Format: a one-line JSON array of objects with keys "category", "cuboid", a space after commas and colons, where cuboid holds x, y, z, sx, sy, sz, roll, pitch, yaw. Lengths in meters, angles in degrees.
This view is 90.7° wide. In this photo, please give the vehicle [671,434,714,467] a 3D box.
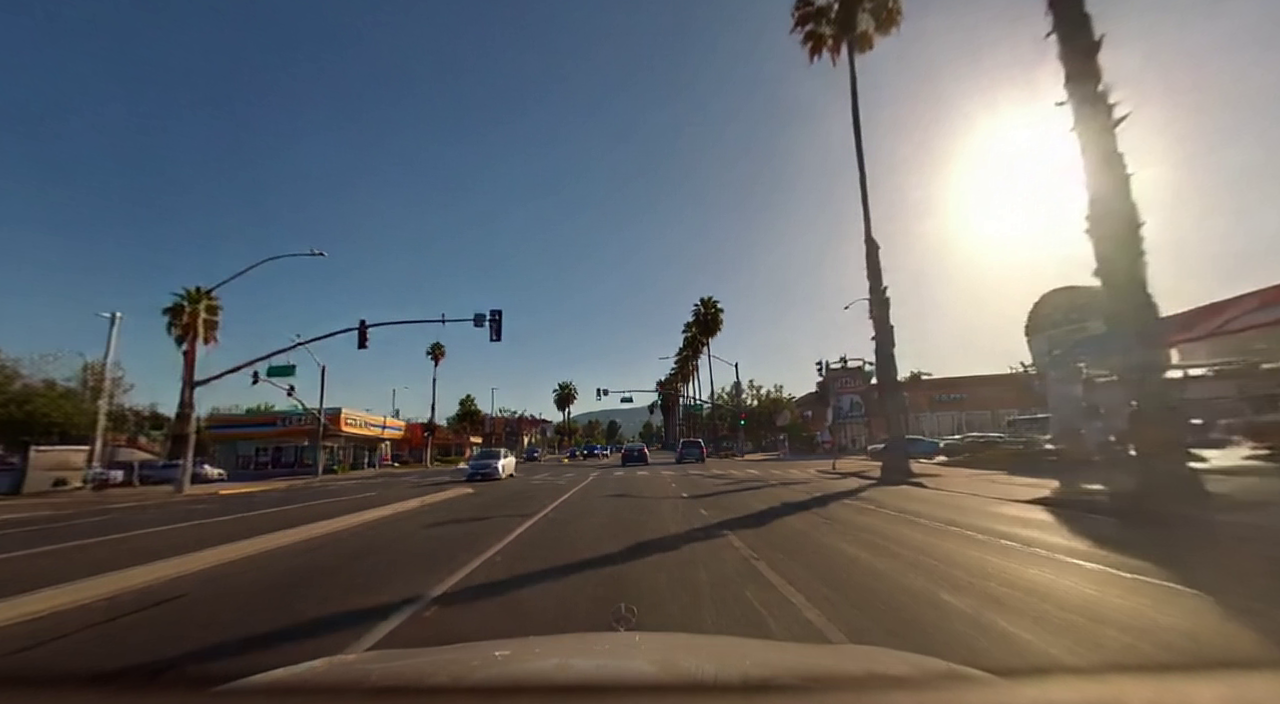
[{"category": "vehicle", "cuboid": [3.233, 6.236, 40.229, 2.190, 1.913, 5.174, 0, -8, -1]}]

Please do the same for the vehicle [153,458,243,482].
[{"category": "vehicle", "cuboid": [-28.491, 7.603, 40.876, 4.314, 1.449, 1.978, 0, -8, -1]}]

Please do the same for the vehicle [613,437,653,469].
[{"category": "vehicle", "cuboid": [-0.421, 5.838, 36.669, 2.177, 1.754, 3.815, 0, -8, -1]}]

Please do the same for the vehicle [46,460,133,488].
[{"category": "vehicle", "cuboid": [-35.238, 7.827, 40.574, 3.867, 1.477, 1.781, -3, -9, -2]}]

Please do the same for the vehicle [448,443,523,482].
[{"category": "vehicle", "cuboid": [-6.319, 4.572, 26.497, 1.979, 1.480, 4.553, 0, -8, 0]}]
